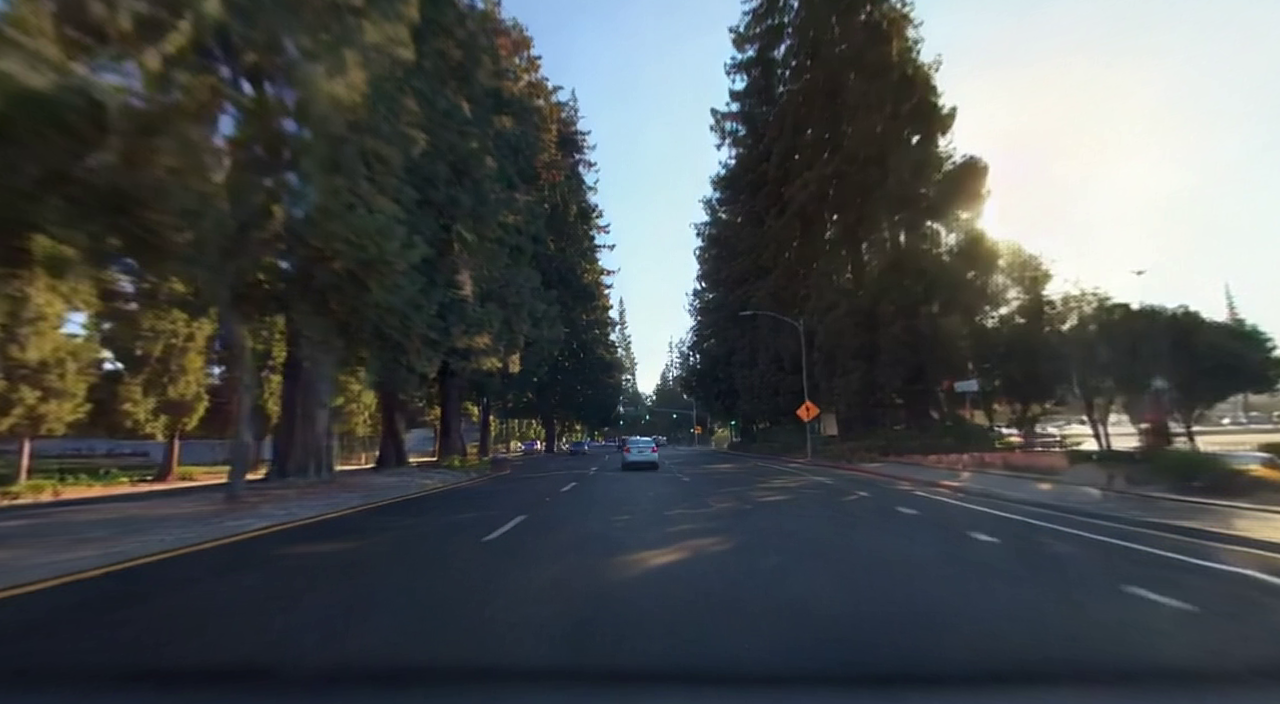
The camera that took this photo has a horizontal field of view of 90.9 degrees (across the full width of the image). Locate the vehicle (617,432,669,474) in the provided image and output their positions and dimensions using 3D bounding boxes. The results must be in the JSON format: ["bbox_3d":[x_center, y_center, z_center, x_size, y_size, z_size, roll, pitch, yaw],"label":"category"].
[{"bbox_3d":[0.064,4.422,27.771,2.135,1.691,3.884,0,-9,-2],"label":"vehicle"}]
